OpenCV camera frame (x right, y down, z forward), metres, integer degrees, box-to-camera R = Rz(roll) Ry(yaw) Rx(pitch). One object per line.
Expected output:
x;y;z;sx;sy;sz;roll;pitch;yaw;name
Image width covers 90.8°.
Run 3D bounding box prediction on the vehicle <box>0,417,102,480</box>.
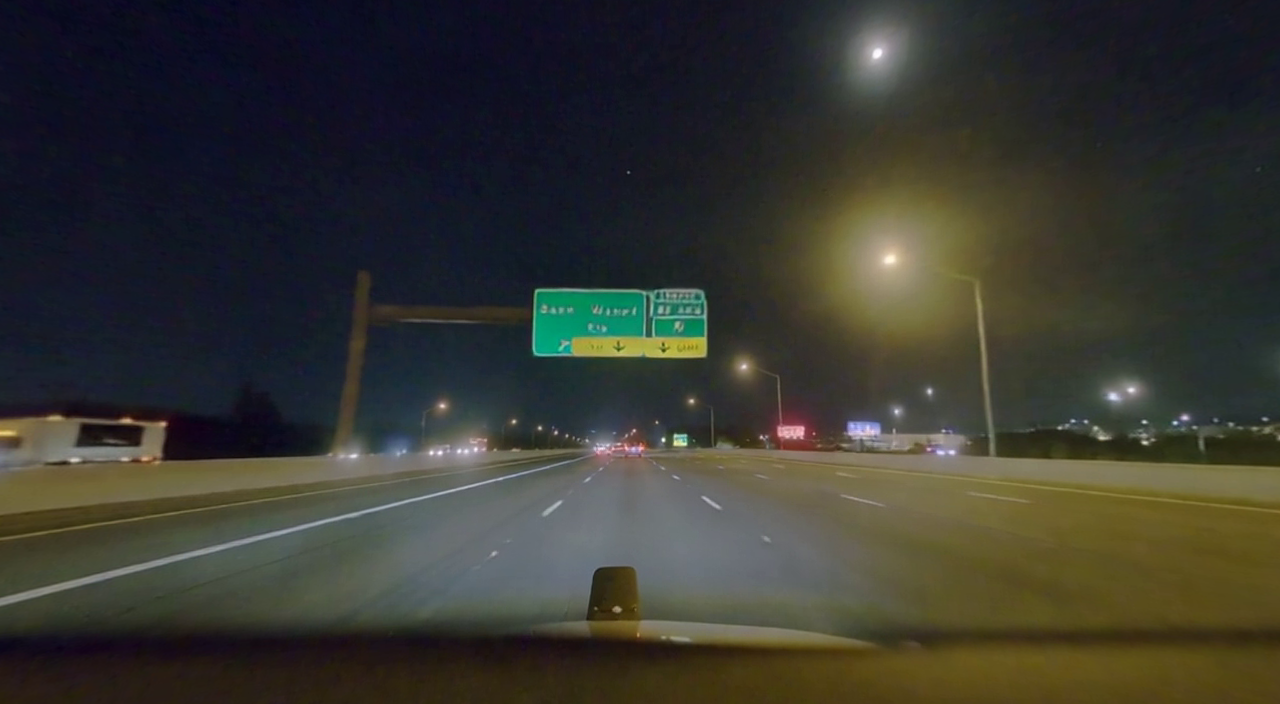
-43.279;6.783;44.382;3.043;4.064;8.784;0;-8;-1;vehicle
